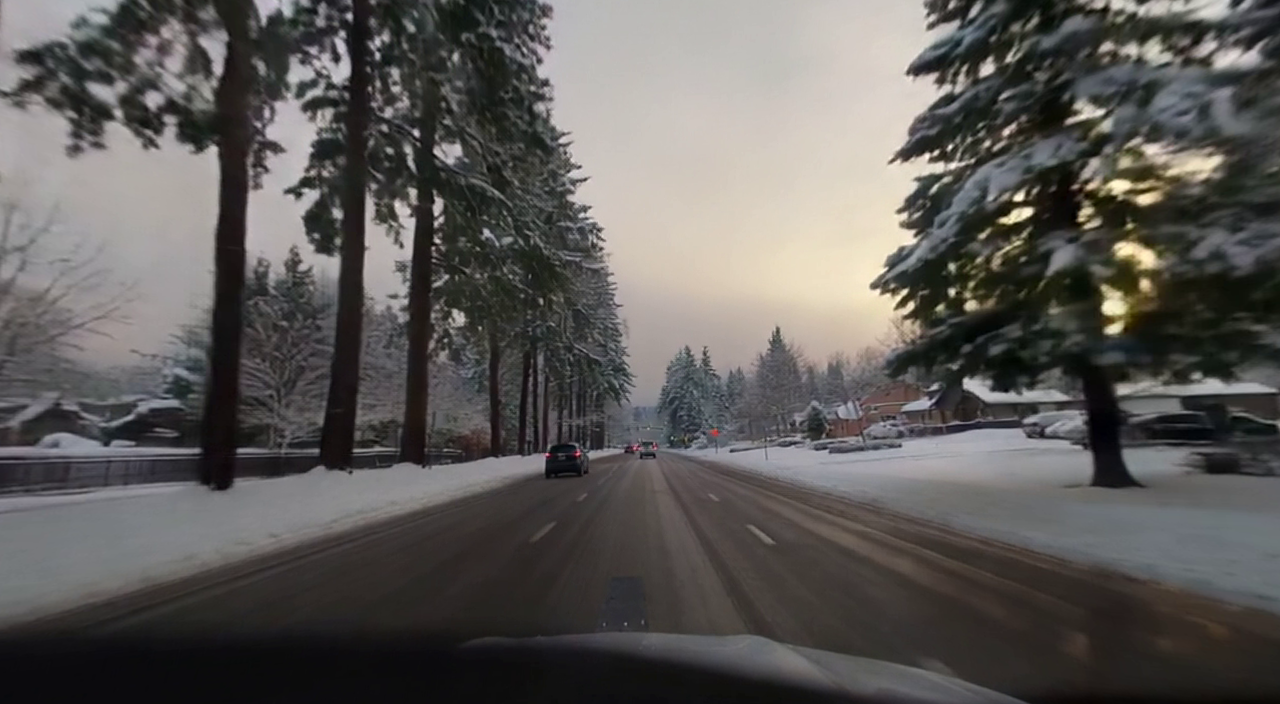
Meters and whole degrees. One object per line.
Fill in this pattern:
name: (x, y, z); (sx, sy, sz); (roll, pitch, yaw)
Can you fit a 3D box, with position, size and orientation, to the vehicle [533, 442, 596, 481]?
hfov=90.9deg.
vehicle: (-3.011, 4.497, 26.109); (2.021, 1.466, 4.330); (0, -9, 1)
